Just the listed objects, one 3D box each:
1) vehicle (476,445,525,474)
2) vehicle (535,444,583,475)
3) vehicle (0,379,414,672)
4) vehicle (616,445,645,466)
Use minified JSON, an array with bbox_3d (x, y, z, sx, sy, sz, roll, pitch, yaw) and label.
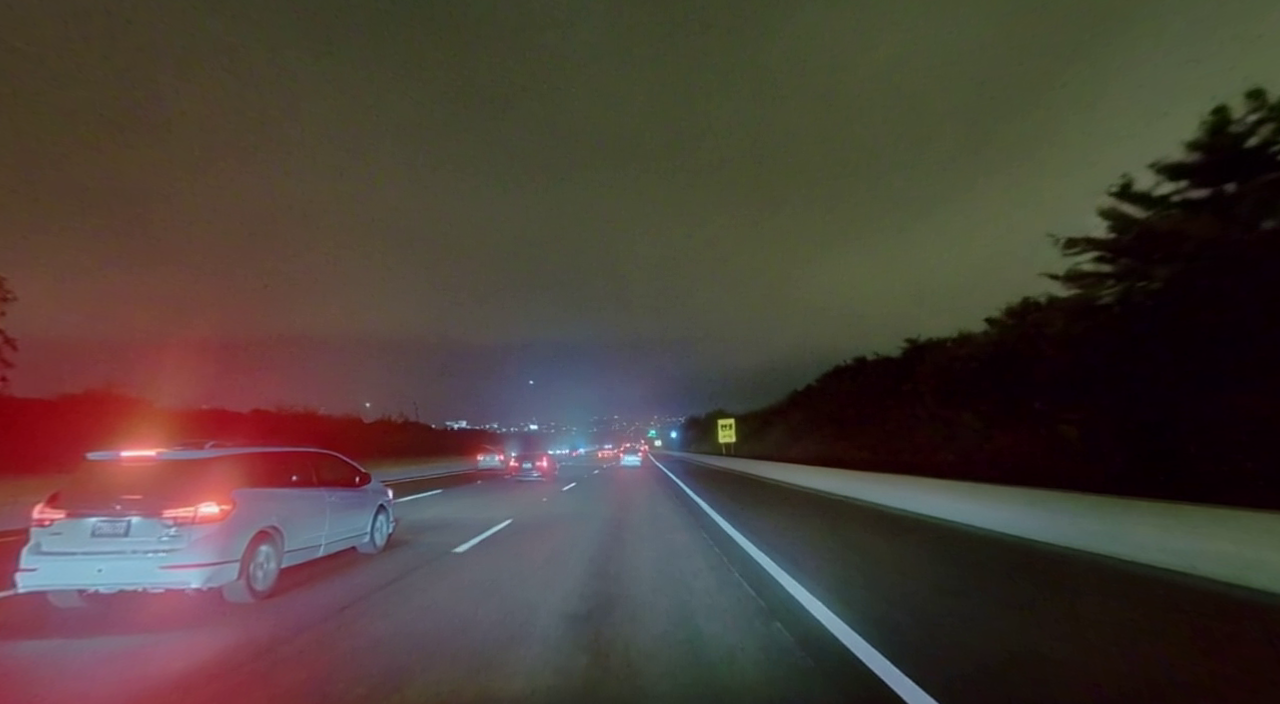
[{"bbox_3d":[-7.874,6.083,35.715,1.936,1.516,3.904,0,-9,0],"label":"vehicle"},{"bbox_3d":[-4.149,5.571,32.711,1.988,1.477,4.118,0,-9,0],"label":"vehicle"},{"bbox_3d":[-4.123,1.414,6.194,2.074,1.779,4.588,0,-9,0],"label":"vehicle"},{"bbox_3d":[-0.698,7.689,46.747,2.023,1.479,3.718,0,-9,0],"label":"vehicle"}]
